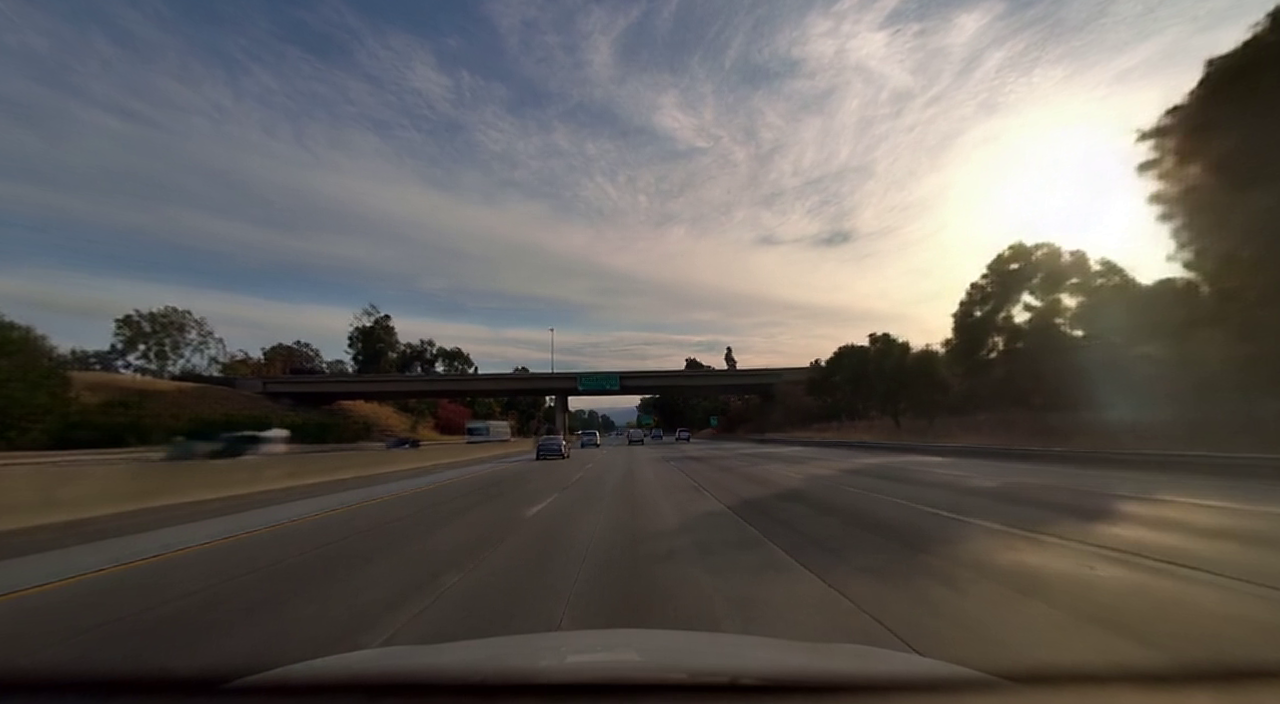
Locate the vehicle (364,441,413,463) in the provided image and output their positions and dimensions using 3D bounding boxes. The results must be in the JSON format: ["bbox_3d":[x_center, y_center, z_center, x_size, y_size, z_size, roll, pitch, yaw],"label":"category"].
[{"bbox_3d":[-17.788,7.074,44.768,1.752,1.452,4.406,0,-8,-1],"label":"vehicle"}]

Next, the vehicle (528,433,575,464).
[{"bbox_3d":[-4.478,4.947,32.405,1.933,1.473,4.023,0,-8,-1],"label":"vehicle"}]

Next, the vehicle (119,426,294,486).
[{"bbox_3d":[-12.968,3.118,19.347,1.994,1.594,4.817,0,-8,-1],"label":"vehicle"}]
